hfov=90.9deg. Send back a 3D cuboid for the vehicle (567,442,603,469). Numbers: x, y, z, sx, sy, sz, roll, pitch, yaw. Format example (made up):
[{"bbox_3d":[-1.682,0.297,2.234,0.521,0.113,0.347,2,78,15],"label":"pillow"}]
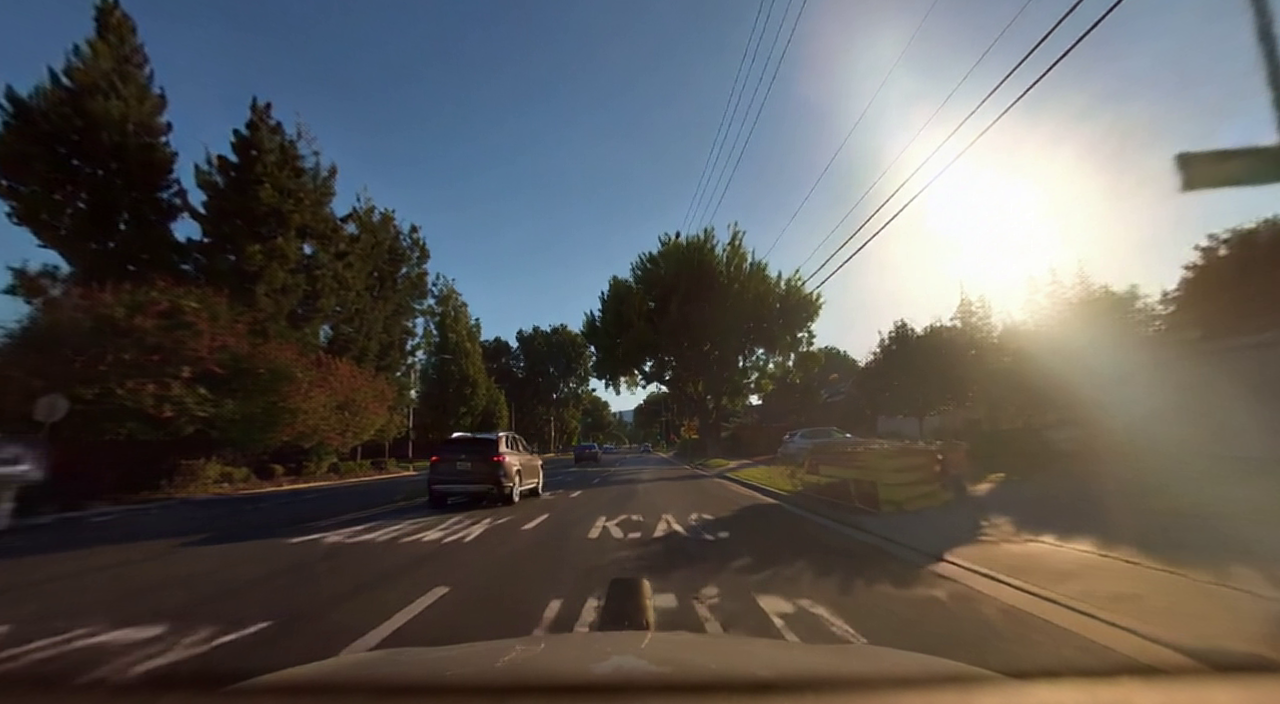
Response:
[{"bbox_3d":[-3.184,6.046,36.991,1.802,1.528,3.490,0,-8,0],"label":"vehicle"}]

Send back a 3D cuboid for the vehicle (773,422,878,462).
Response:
[{"bbox_3d":[9.763,4.797,33.544,4.944,2.023,1.973,0,-8,1],"label":"vehicle"}]

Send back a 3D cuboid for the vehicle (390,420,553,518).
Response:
[{"bbox_3d":[-3.358,2.446,13.655,2.190,1.766,4.394,0,-8,2],"label":"vehicle"}]
